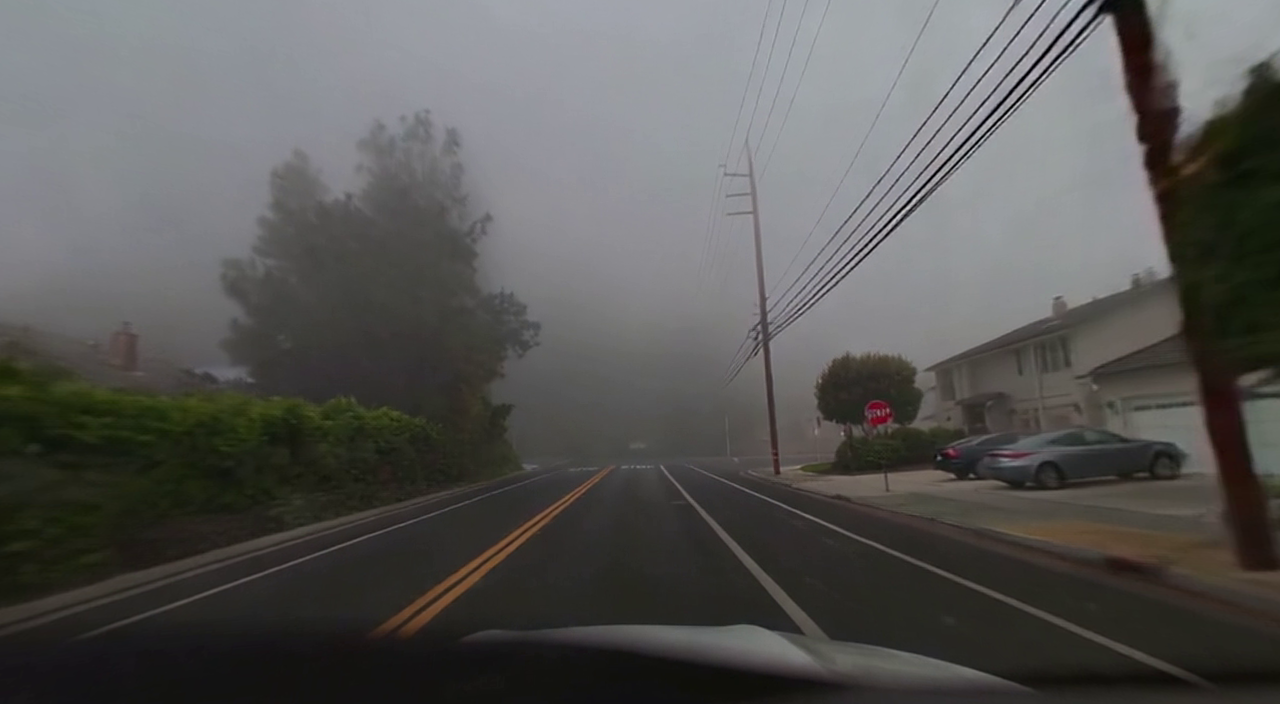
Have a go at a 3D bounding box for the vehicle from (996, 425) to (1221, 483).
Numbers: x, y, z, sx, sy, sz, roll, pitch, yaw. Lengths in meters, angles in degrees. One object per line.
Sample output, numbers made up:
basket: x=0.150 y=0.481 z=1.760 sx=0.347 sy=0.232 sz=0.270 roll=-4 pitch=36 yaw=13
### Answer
vehicle: x=12.761 y=2.799 z=17.459 sx=4.650 sy=1.484 sz=1.929 roll=0 pitch=-8 yaw=-1
